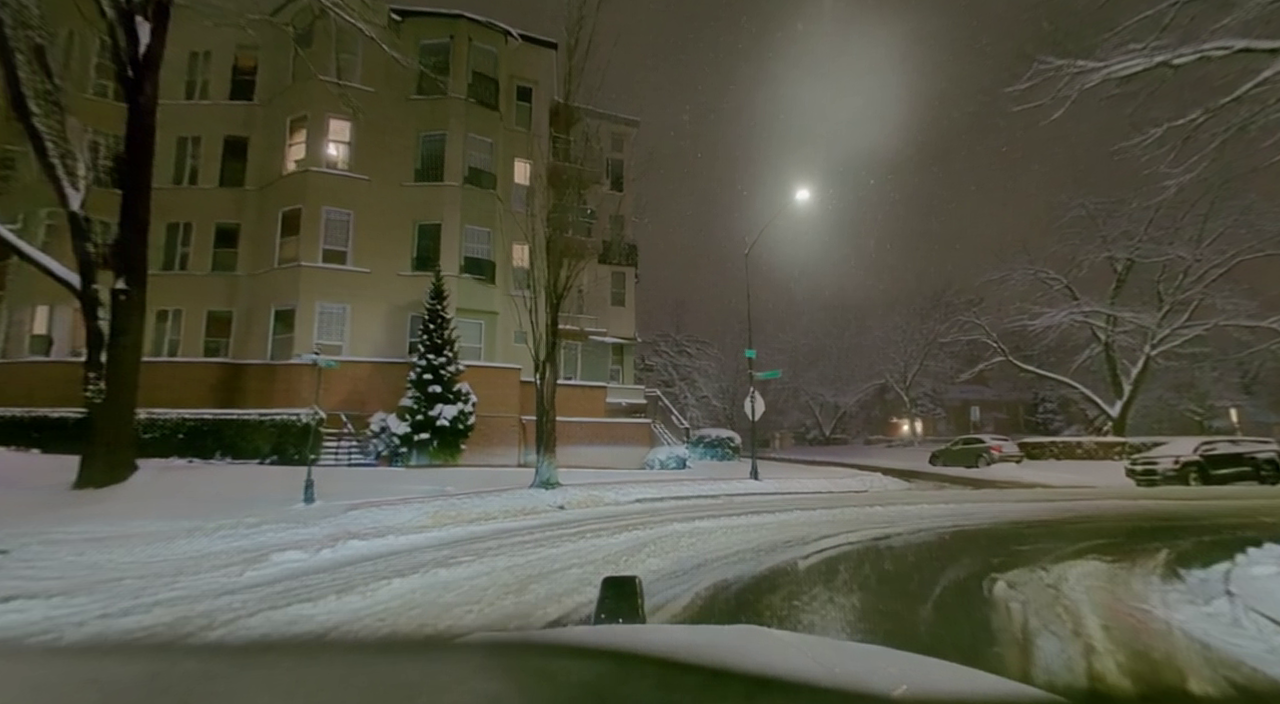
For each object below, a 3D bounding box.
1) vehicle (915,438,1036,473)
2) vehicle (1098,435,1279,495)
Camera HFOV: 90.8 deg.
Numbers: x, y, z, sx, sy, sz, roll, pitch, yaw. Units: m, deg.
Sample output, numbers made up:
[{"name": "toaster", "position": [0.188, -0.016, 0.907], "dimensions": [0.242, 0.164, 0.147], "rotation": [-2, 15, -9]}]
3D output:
[{"name": "vehicle", "position": [14.939, 4.574, 28.206], "dimensions": [4.714, 1.458, 1.812], "rotation": [2, -9, -15]}, {"name": "vehicle", "position": [17.365, 3.491, 19.732], "dimensions": [4.584, 1.744, 1.946], "rotation": [0, -8, -3]}]
